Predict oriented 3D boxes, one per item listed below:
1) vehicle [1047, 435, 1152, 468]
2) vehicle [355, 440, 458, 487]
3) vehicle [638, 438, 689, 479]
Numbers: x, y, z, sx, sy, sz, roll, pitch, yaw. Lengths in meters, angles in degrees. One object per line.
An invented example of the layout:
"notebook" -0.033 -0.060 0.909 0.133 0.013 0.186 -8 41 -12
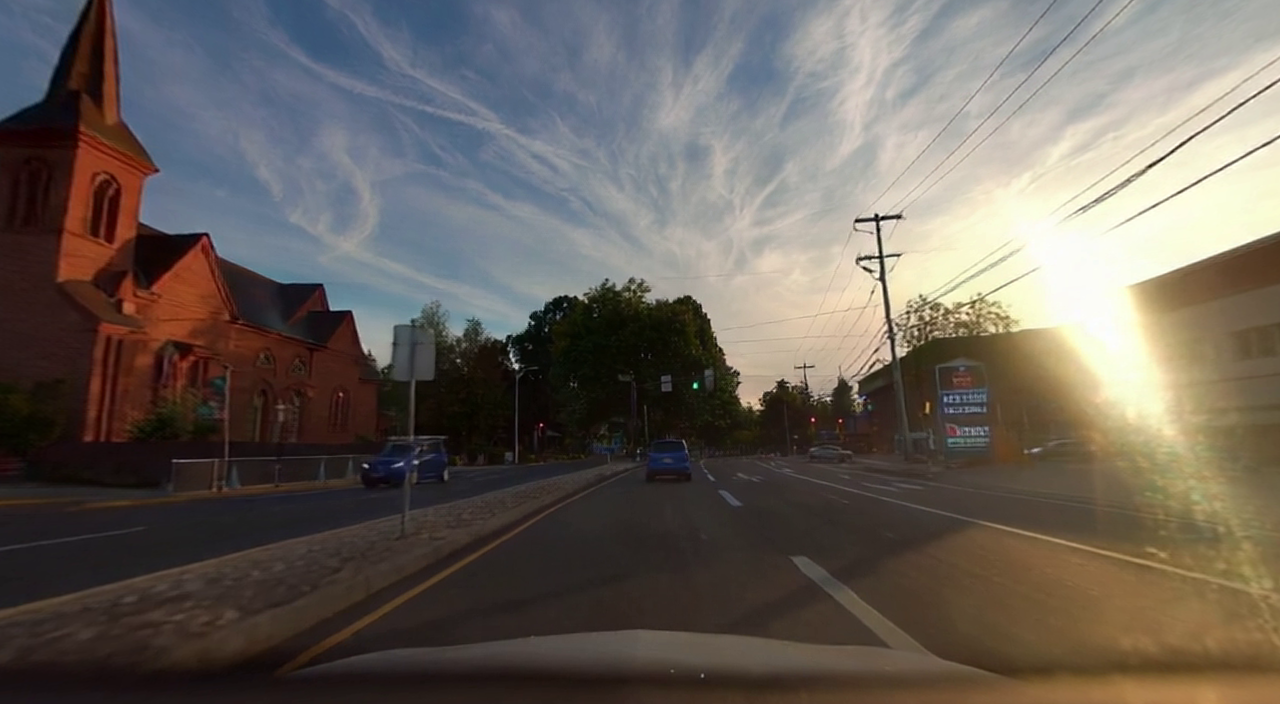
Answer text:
"vehicle" 25.764 5.588 35.523 4.510 1.733 2.066 1 -9 -9
"vehicle" -10.086 4.836 27.798 2.159 1.850 4.944 -1 -9 7
"vehicle" 1.059 4.525 27.035 2.032 1.621 4.082 -1 -9 4
